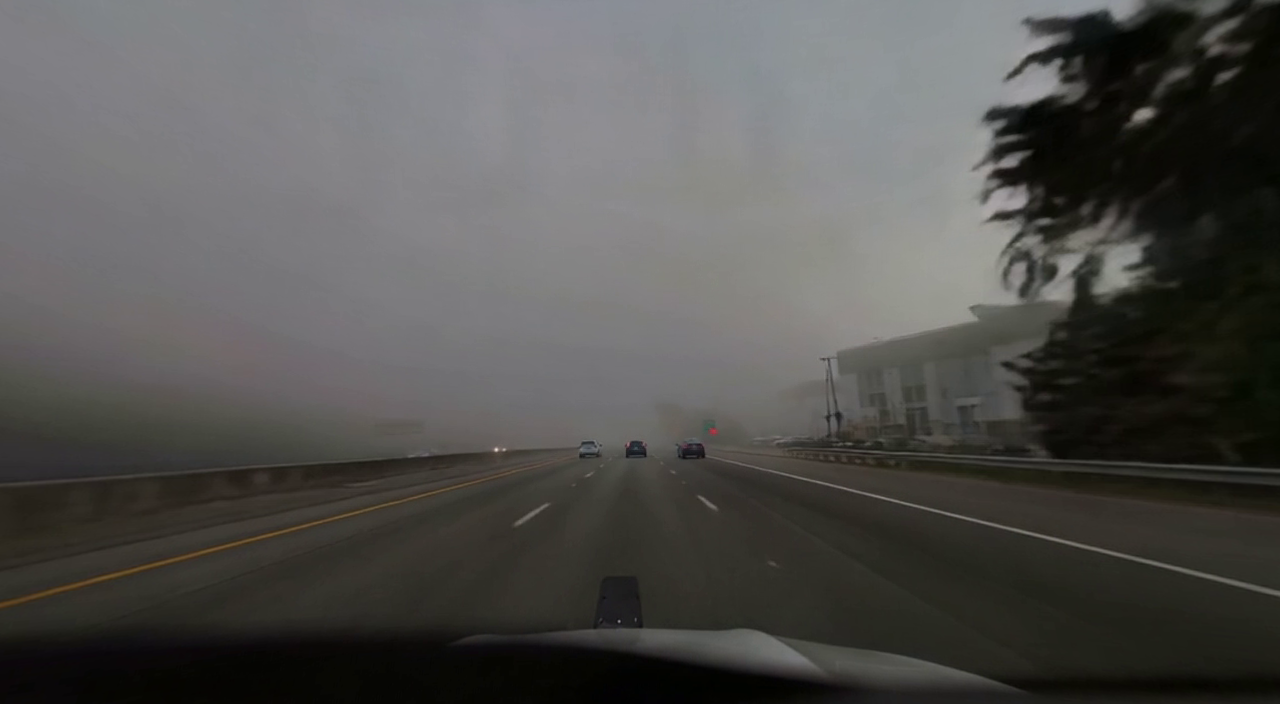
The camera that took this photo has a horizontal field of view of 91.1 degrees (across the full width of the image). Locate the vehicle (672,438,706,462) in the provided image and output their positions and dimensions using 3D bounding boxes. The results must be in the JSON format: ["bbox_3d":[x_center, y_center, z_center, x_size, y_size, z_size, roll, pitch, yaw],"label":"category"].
[{"bbox_3d":[3.367,6.795,43.804,1.992,1.532,3.996,-1,-8,-1],"label":"vehicle"}]
